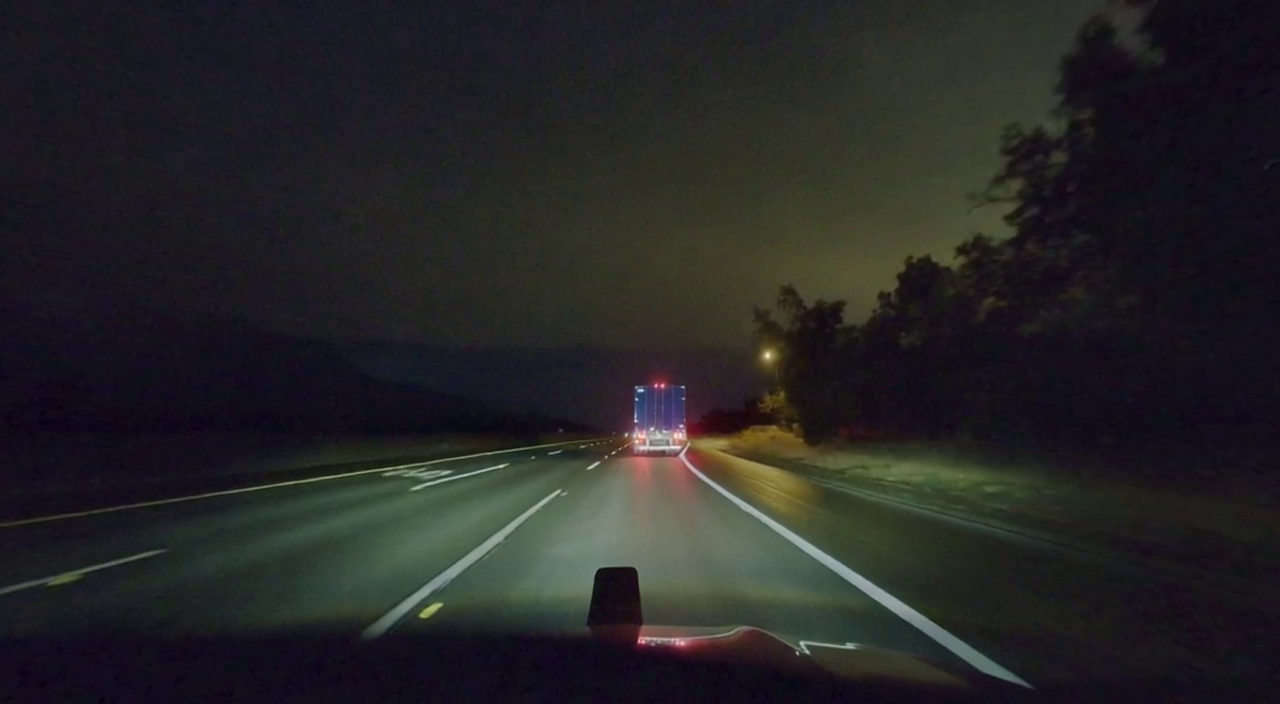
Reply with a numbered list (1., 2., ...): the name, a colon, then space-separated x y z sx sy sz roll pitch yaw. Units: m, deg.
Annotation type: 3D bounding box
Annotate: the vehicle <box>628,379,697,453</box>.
1. vehicle: 1.258 4.034 37.839 3.446 3.698 12.089 0 -8 1
